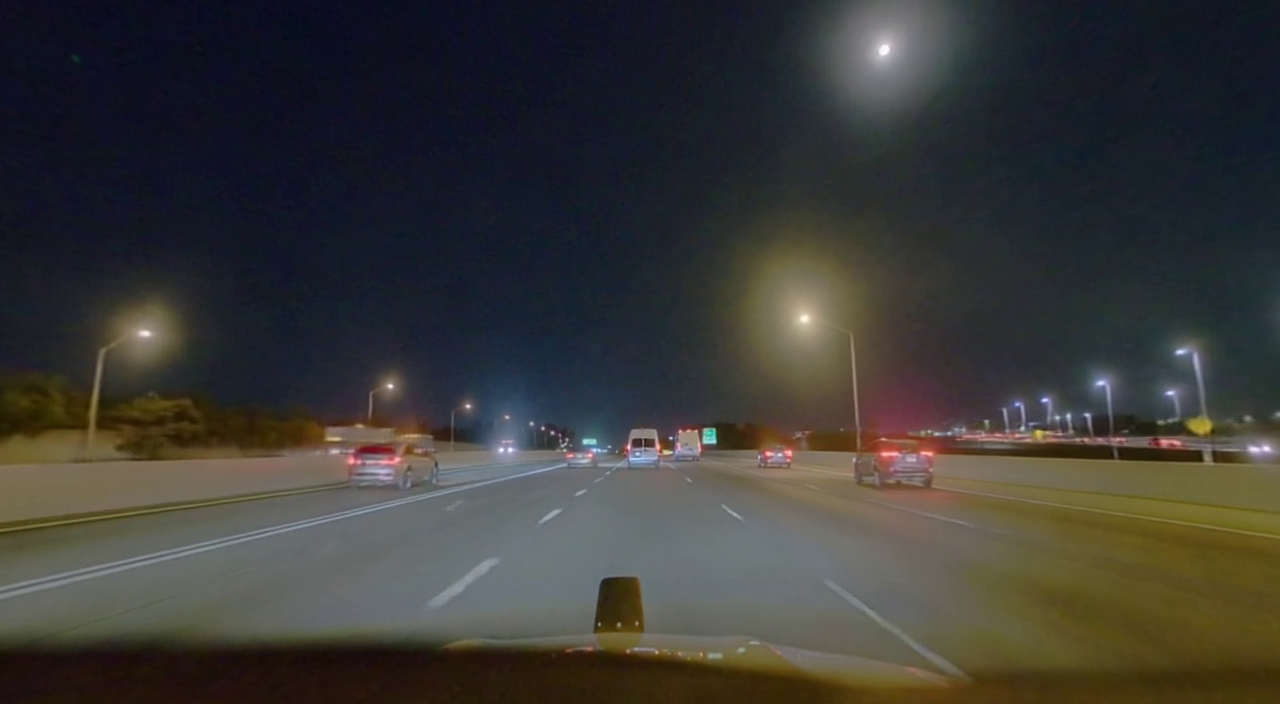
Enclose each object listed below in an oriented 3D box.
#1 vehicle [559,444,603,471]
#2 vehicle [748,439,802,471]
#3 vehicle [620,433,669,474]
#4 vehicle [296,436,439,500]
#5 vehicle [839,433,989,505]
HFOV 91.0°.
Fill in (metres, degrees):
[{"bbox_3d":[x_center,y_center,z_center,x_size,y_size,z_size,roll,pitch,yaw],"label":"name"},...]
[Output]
[{"bbox_3d":[-3.610,6.533,39.216,2.173,1.542,4.781,0,-9,1],"label":"vehicle"},{"bbox_3d":[7.995,6.165,37.913,2.147,1.808,5.243,0,-9,0],"label":"vehicle"},{"bbox_3d":[0.257,5.509,34.433,2.509,2.062,4.639,0,-9,0],"label":"vehicle"},{"bbox_3d":[-7.710,3.315,18.432,2.108,1.619,4.548,0,-8,1],"label":"vehicle"},{"bbox_3d":[7.197,3.107,17.186,2.146,1.678,4.489,0,-9,2],"label":"vehicle"}]
